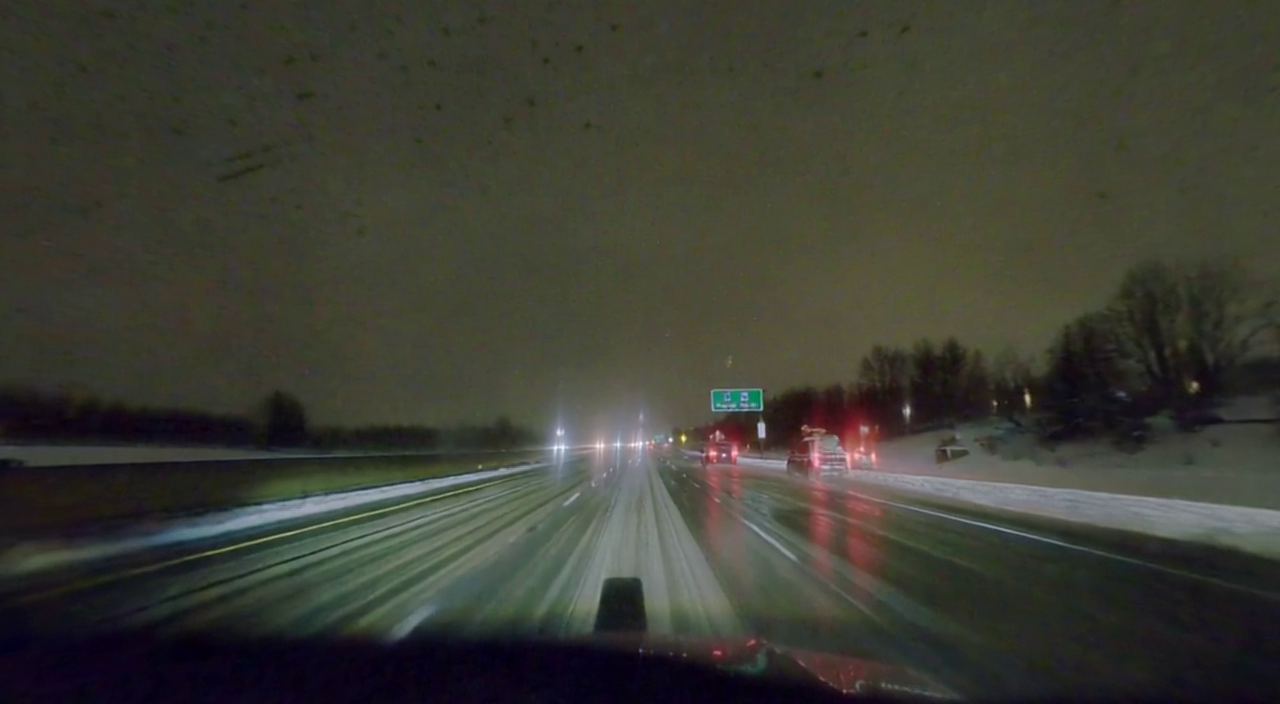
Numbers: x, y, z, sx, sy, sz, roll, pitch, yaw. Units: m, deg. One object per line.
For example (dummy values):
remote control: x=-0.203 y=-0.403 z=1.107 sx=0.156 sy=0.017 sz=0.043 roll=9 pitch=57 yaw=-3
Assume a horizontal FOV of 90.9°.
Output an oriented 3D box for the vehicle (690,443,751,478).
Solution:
vehicle: x=3.613 y=4.963 z=29.094 sx=2.193 sy=1.462 sz=4.533 roll=0 pitch=-8 yaw=-1
